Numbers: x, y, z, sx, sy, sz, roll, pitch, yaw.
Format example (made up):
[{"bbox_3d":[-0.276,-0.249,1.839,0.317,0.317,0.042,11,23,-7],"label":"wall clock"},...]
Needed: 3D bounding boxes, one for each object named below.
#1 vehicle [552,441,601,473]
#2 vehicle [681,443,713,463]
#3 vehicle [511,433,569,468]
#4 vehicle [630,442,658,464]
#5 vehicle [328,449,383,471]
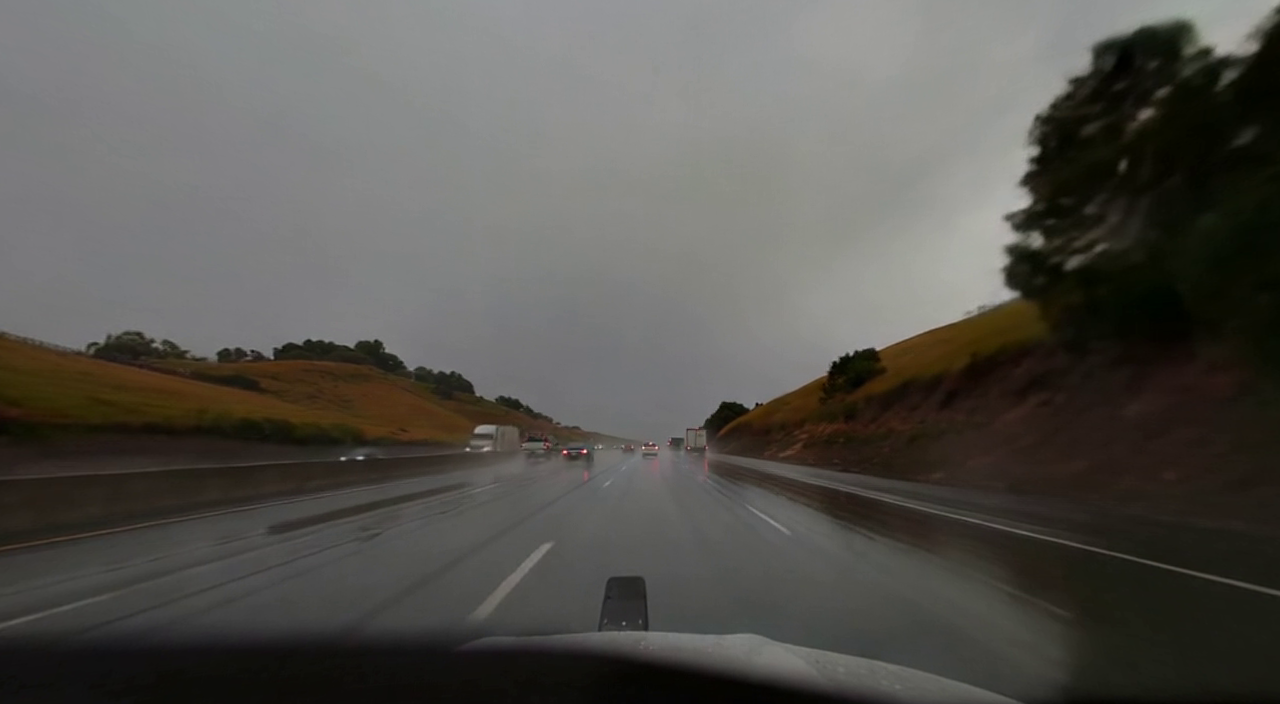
[{"bbox_3d":[-3.296,5.568,33.733,2.091,1.552,4.516,0,-8,1],"label":"vehicle"},{"bbox_3d":[4.390,7.899,49.439,2.027,1.525,4.348,0,-8,-1],"label":"vehicle"},{"bbox_3d":[-6.342,6.379,40.871,2.589,2.063,6.206,0,-8,1],"label":"vehicle"},{"bbox_3d":[0.273,7.635,47.905,2.031,1.566,3.904,0,-8,0],"label":"vehicle"},{"bbox_3d":[-21.099,8.001,46.950,1.846,1.471,4.747,0,-8,1],"label":"vehicle"}]
